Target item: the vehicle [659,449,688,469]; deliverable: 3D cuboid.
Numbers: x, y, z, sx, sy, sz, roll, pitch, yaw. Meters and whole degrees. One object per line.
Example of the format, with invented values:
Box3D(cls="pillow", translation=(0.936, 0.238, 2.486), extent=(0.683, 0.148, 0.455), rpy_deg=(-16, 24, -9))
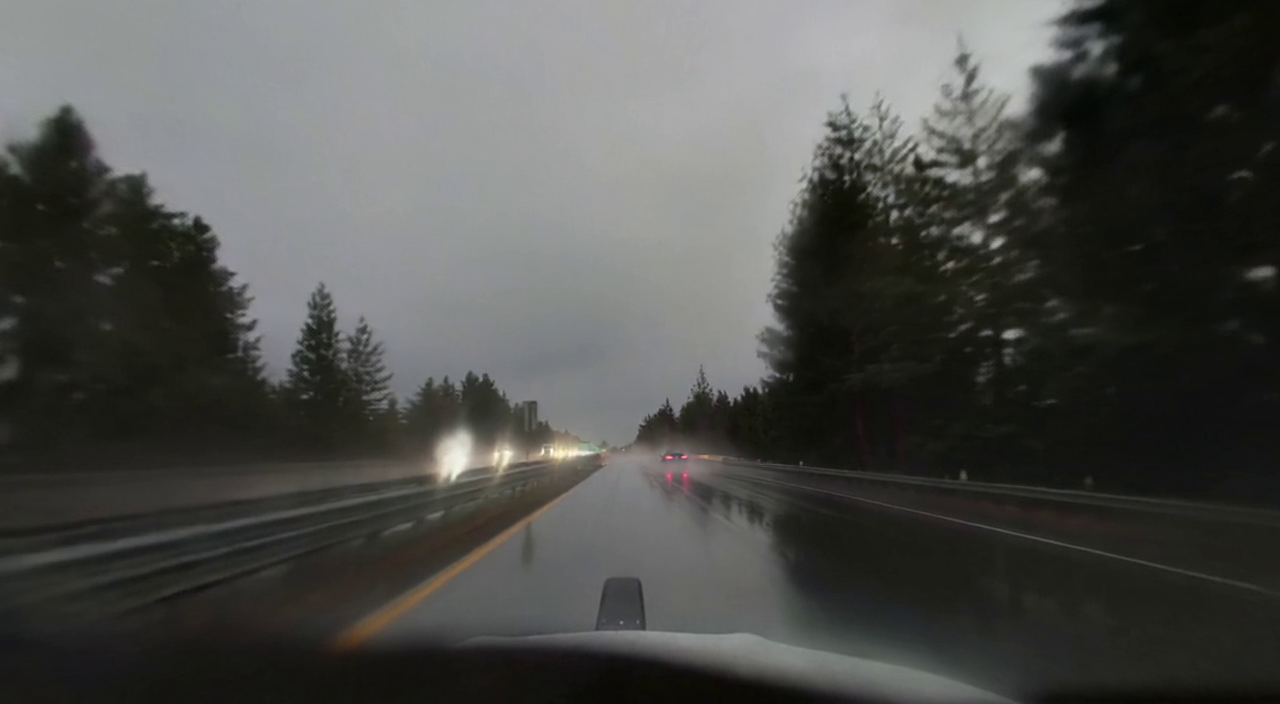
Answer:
Box3D(cls="vehicle", translation=(2.589, 8.357, 49.393), extent=(1.870, 1.486, 3.858), rpy_deg=(0, -9, -3))
